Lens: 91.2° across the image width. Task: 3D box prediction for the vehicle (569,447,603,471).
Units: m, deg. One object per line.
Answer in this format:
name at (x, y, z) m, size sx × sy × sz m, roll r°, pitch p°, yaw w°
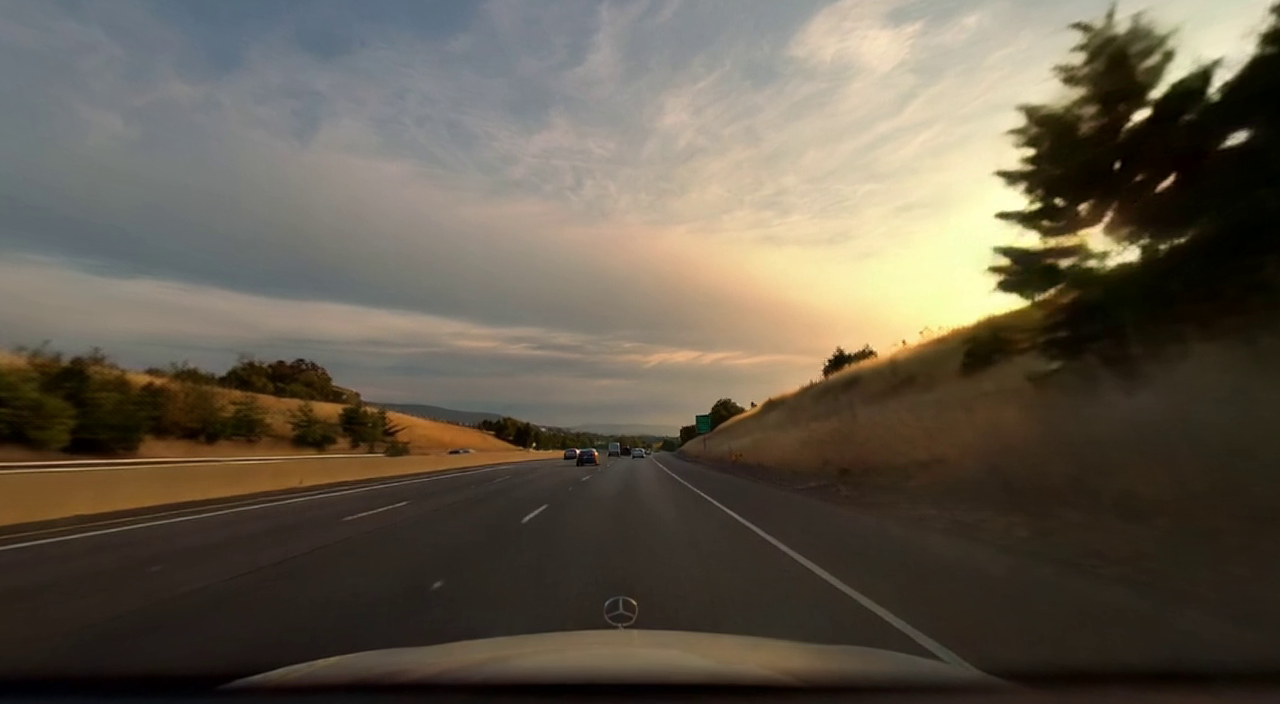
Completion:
vehicle at (-3.503, 7.020, 41.316) m, size 1.895 × 1.482 × 3.852 m, roll 0°, pitch -9°, yaw 0°
